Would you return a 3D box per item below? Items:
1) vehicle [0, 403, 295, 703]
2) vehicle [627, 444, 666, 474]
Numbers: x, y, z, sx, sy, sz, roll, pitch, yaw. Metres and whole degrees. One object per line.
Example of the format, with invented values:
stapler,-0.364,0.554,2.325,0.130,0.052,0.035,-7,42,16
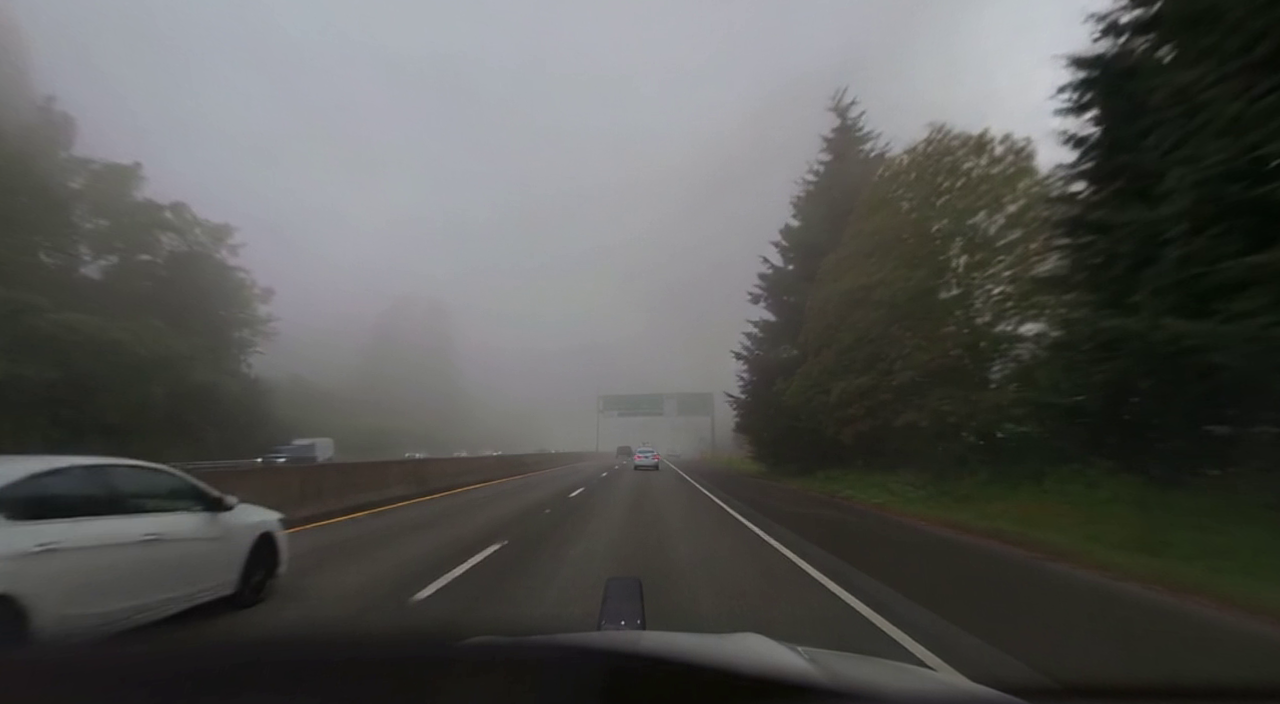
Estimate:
vehicle,-4.187,1.071,3.352,2.081,1.534,4.543,0,-9,1
vehicle,0.311,5.629,33.157,1.960,1.456,3.818,0,-9,0
